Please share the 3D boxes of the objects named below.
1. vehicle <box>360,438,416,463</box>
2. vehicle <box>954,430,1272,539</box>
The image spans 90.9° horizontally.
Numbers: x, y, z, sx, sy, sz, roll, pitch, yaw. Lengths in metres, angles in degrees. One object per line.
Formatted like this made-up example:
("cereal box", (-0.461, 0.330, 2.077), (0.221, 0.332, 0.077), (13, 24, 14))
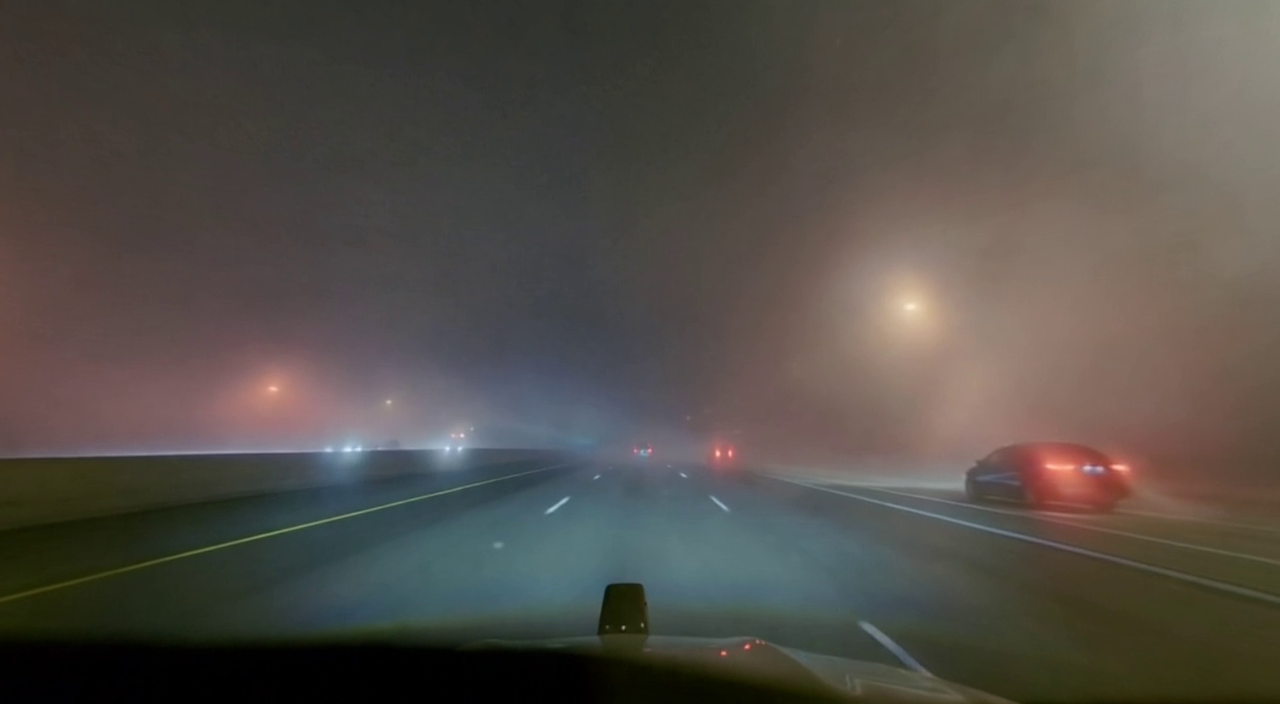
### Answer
("vehicle", (-17.929, 7.037, 45.143), (1.927, 1.619, 4.965), (0, -8, 0))
("vehicle", (7.832, 2.211, 11.247), (2.031, 1.524, 4.657), (0, -8, 0))
